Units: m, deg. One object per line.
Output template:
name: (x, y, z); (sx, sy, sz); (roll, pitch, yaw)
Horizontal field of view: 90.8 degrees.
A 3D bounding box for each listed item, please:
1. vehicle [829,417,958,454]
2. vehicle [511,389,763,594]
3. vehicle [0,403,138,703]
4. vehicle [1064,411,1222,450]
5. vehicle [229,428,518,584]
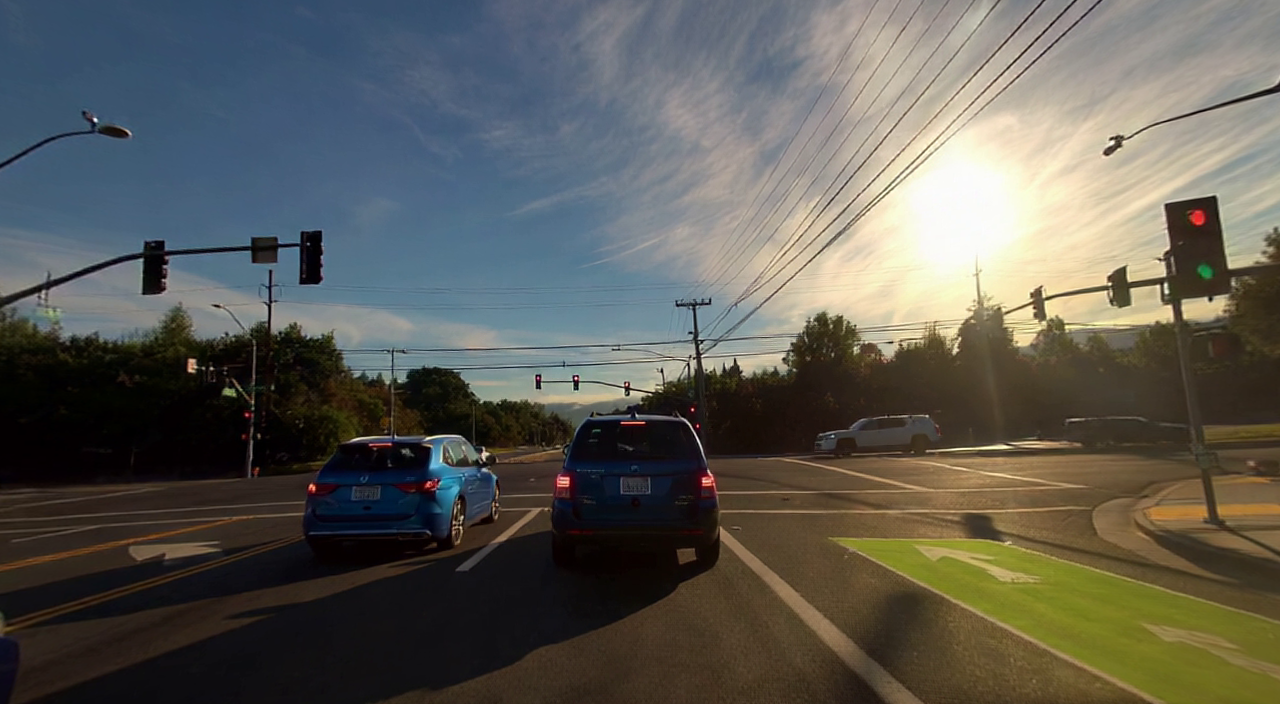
vehicle: (13.824, 4.607, 34.834); (6.143, 1.944, 2.229); (-1, -8, 5)
vehicle: (-0.059, 1.510, 7.604); (2.182, 1.773, 4.041); (0, -8, -1)
vehicle: (-3.350, 0.660, 0.438); (1.928, 1.488, 4.936); (0, -8, 0)
vehicle: (21.909, 3.475, 27.706); (4.977, 1.648, 2.088); (-1, -8, 4)
vehicle: (-2.933, 1.763, 7.997); (1.969, 1.486, 3.702); (0, -8, 1)
